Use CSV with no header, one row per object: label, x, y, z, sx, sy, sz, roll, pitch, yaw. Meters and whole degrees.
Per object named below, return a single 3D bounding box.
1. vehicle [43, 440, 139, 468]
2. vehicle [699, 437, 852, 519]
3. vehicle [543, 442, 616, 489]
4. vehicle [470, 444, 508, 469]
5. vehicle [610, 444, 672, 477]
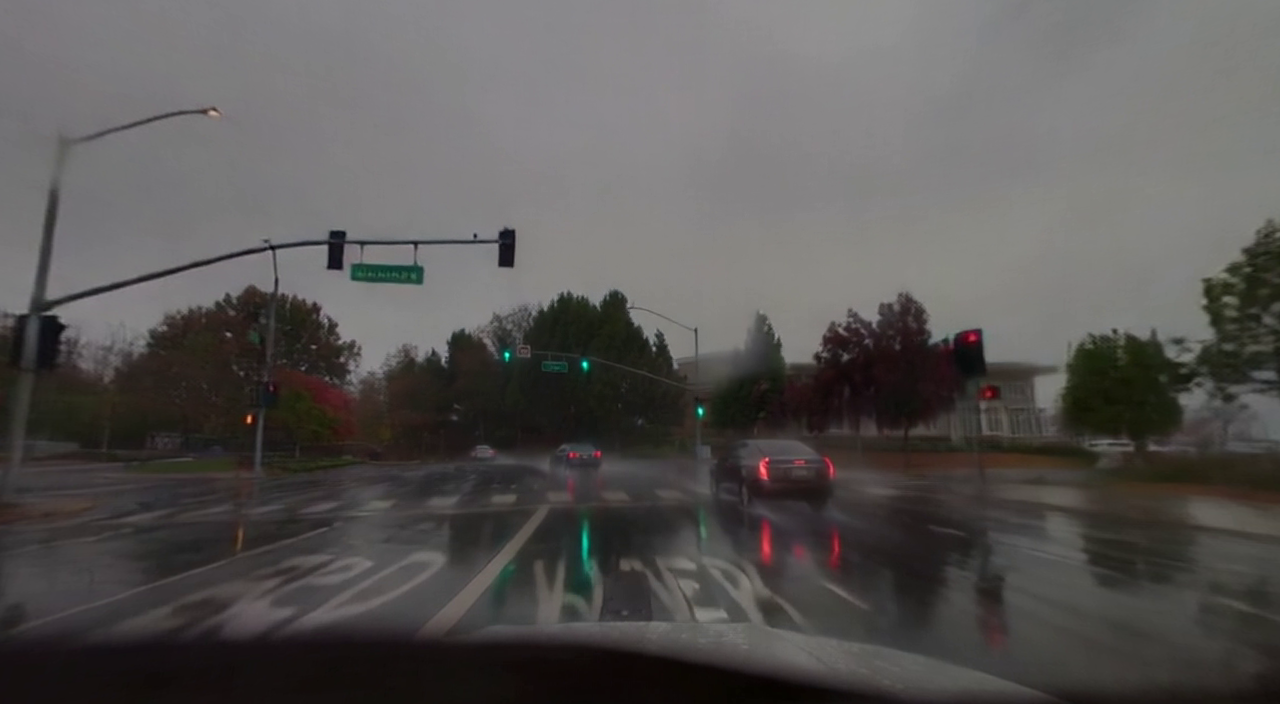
vehicle,-32.727,6.070,37.696,3.796,1.595,1.808,3,-9,-19
vehicle,2.731,2.669,13.950,1.984,1.476,4.488,1,-9,-6
vehicle,-2.361,4.124,23.324,2.308,1.535,4.811,1,-9,-10
vehicle,-10.347,7.096,42.926,2.012,1.492,4.079,4,-8,-19
vehicle,-0.065,5.357,31.477,1.957,1.463,4.701,2,-9,-15
